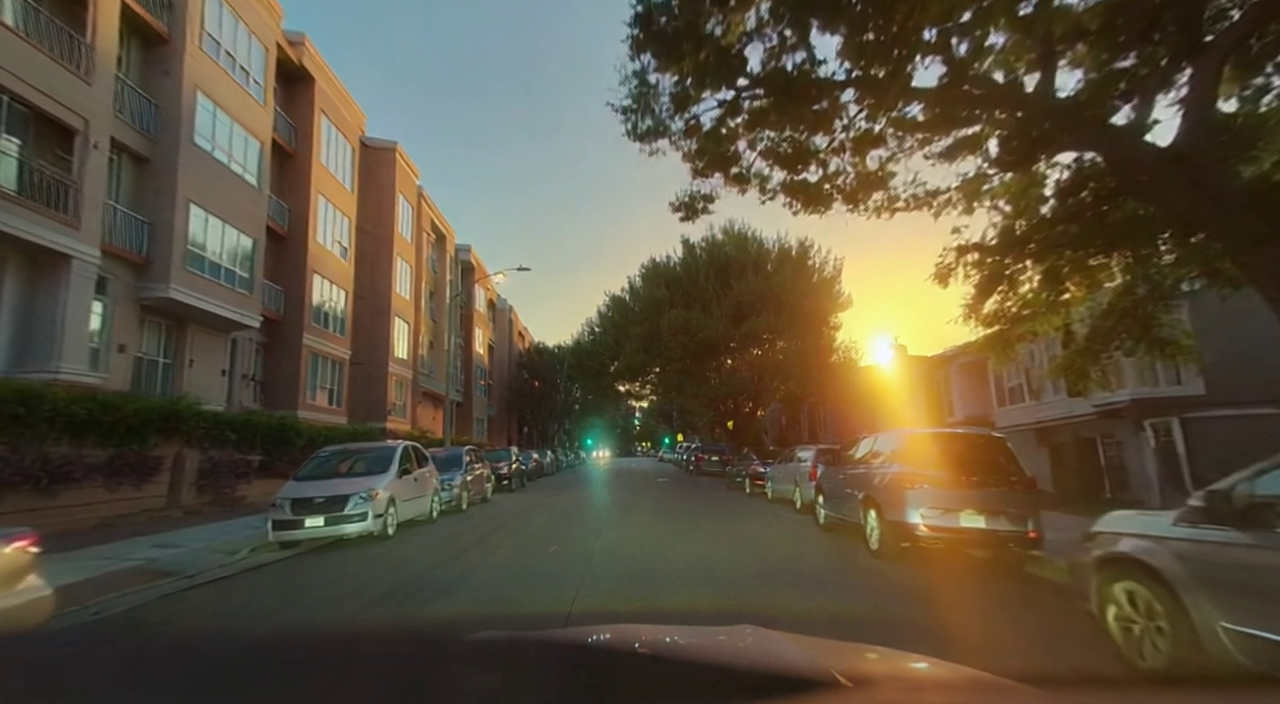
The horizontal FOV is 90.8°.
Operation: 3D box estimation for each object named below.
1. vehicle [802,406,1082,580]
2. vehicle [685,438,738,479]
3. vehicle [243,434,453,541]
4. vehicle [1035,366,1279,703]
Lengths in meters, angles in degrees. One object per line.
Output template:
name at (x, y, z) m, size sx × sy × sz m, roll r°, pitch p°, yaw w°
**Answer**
vehicle at (3.834, 1.849, 9.146) m, size 1.911 × 1.835 × 4.599 m, roll 0°, pitch -8°, yaw 2°
vehicle at (3.374, 5.136, 30.831) m, size 1.912 × 1.781 × 5.159 m, roll 0°, pitch -8°, yaw -1°
vehicle at (-5.232, 2.413, 12.002) m, size 2.274 × 1.679 × 3.639 m, roll 0°, pitch -8°, yaw -1°
vehicle at (3.728, 0.815, 1.944) m, size 1.886 × 1.727 × 4.678 m, roll 0°, pitch -8°, yaw -1°
